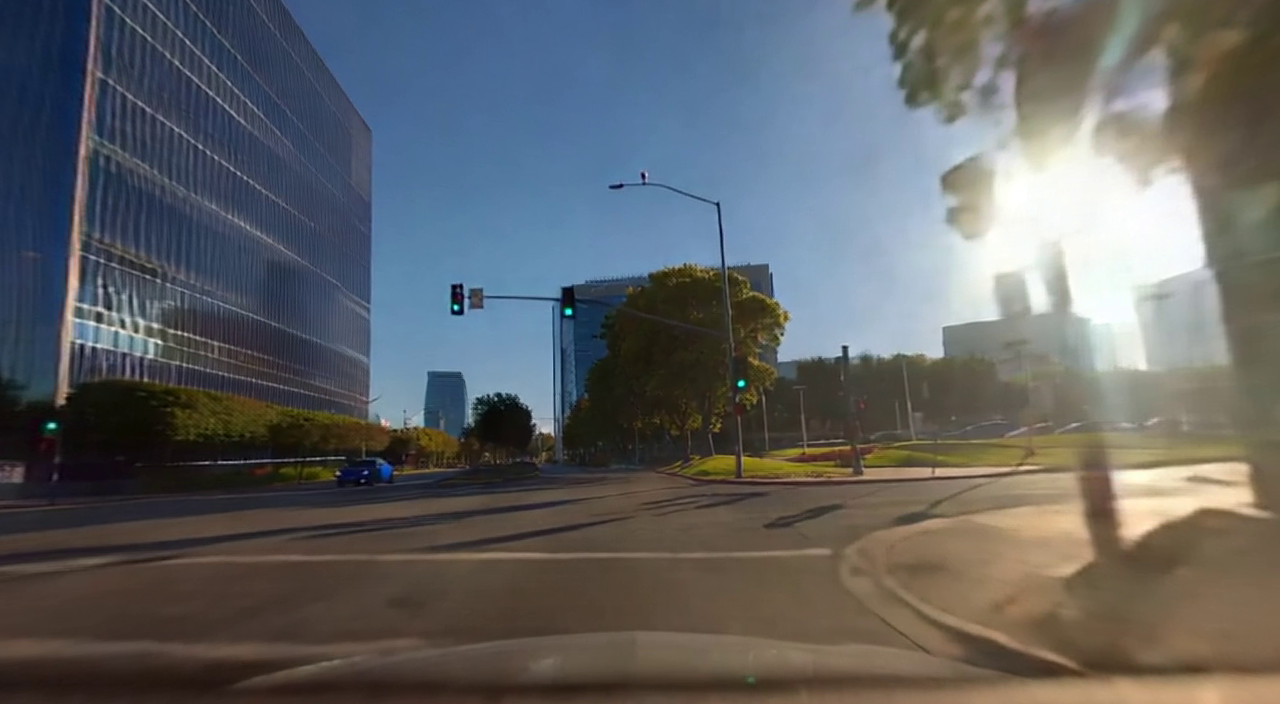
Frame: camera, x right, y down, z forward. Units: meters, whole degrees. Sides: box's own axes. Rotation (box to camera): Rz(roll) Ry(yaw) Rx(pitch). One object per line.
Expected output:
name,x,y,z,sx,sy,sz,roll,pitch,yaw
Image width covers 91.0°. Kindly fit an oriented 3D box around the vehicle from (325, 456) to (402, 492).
vehicle,-12.840,5.659,29.560,1.906,1.502,4.396,1,-9,-5
